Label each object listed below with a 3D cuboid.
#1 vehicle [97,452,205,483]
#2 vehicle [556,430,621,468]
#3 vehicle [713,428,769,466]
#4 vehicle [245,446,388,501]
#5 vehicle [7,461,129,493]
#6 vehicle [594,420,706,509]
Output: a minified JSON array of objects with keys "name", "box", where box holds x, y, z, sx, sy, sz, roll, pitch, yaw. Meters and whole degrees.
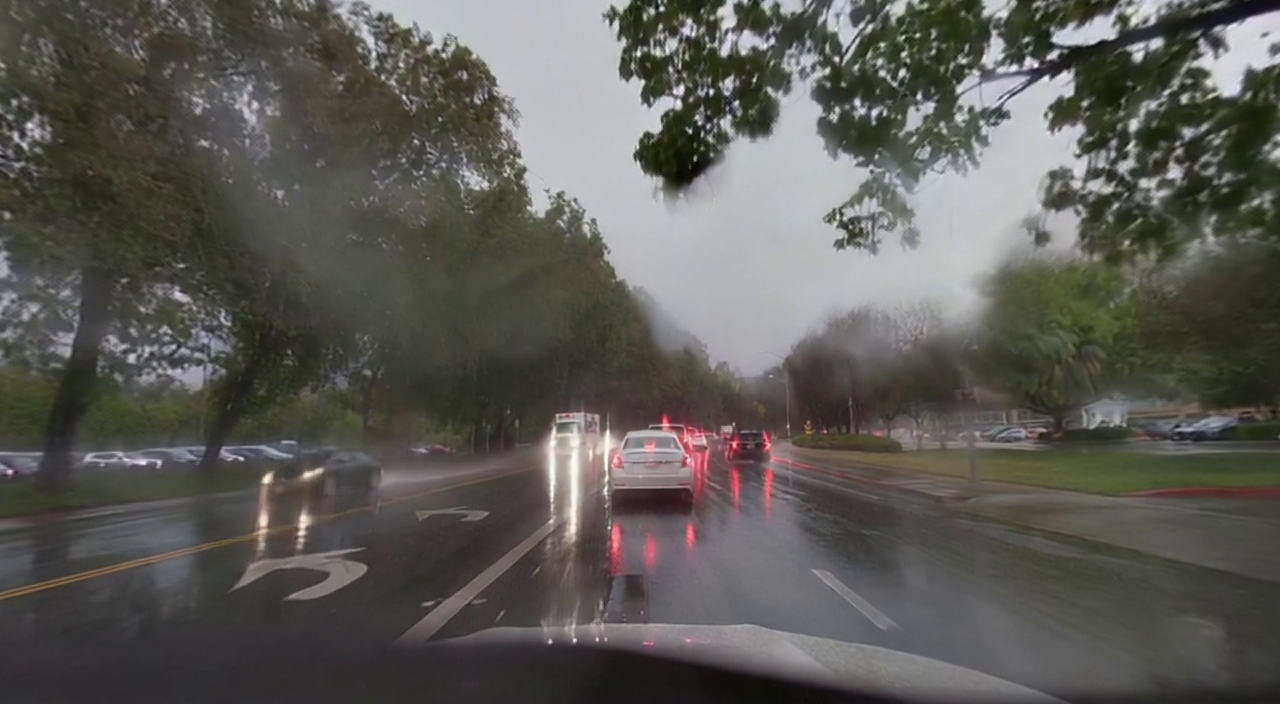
[{"name":"vehicle","box":[-27.808,6.550,35.940,4.743,1.671,1.842,-1,-8,4]},{"name":"vehicle","box":[-2.550,4.987,32.490,2.057,1.786,4.725,-2,-8,11]},{"name":"vehicle","box":[5.060,4.853,32.218,2.155,1.786,4.459,-1,-8,1]},{"name":"vehicle","box":[-9.760,3.661,19.528,1.909,1.471,4.502,-1,-8,2]},{"name":"vehicle","box":[-27.895,6.096,30.840,4.391,1.442,1.763,-1,-8,4]},{"name":"vehicle","box":[0.224,2.487,14.371,2.154,1.710,4.128,-1,-8,1]}]
